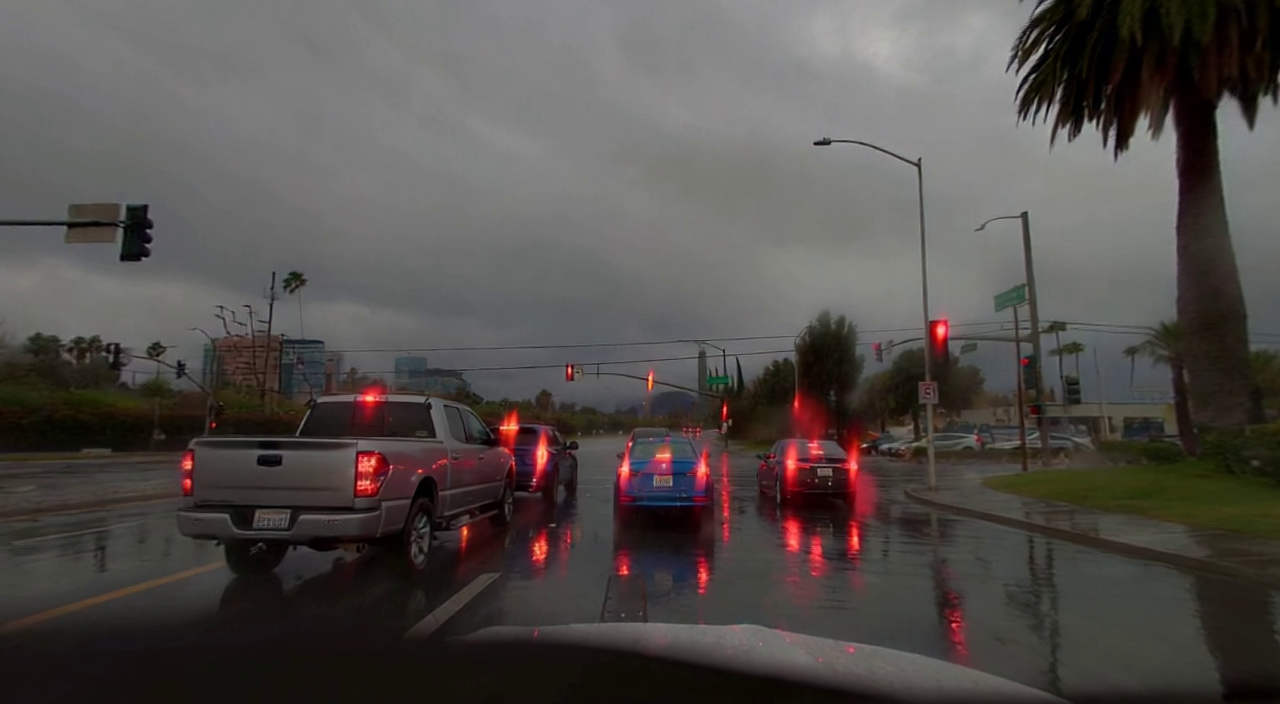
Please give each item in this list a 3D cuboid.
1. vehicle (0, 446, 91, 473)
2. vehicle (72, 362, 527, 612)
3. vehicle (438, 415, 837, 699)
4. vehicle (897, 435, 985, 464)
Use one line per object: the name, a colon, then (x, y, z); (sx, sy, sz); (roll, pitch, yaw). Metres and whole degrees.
vehicle: (-37.152, 6.629, 38.829); (4.576, 1.617, 1.937); (0, -8, 2)
vehicle: (-3.243, 1.480, 7.895); (2.330, 1.969, 5.626); (-1, -8, 3)
vehicle: (0.012, 1.404, 5.500); (2.122, 1.501, 4.152); (0, -8, 1)
vehicle: (18.771, 6.090, 39.294); (4.466, 1.717, 1.963); (0, -8, 2)
